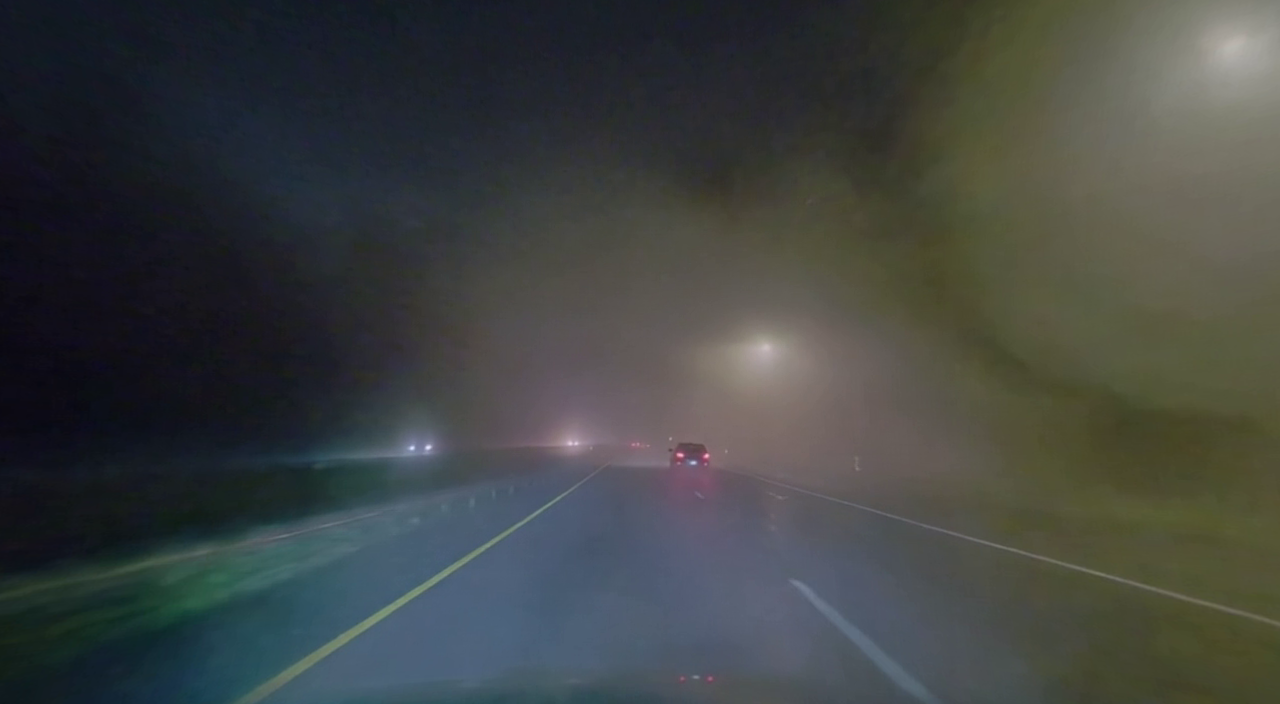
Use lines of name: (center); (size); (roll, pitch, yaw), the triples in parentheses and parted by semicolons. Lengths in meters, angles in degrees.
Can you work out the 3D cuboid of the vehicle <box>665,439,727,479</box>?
vehicle: (2.199, 4.357, 25.949); (1.991, 1.475, 4.302); (0, -8, -2)
